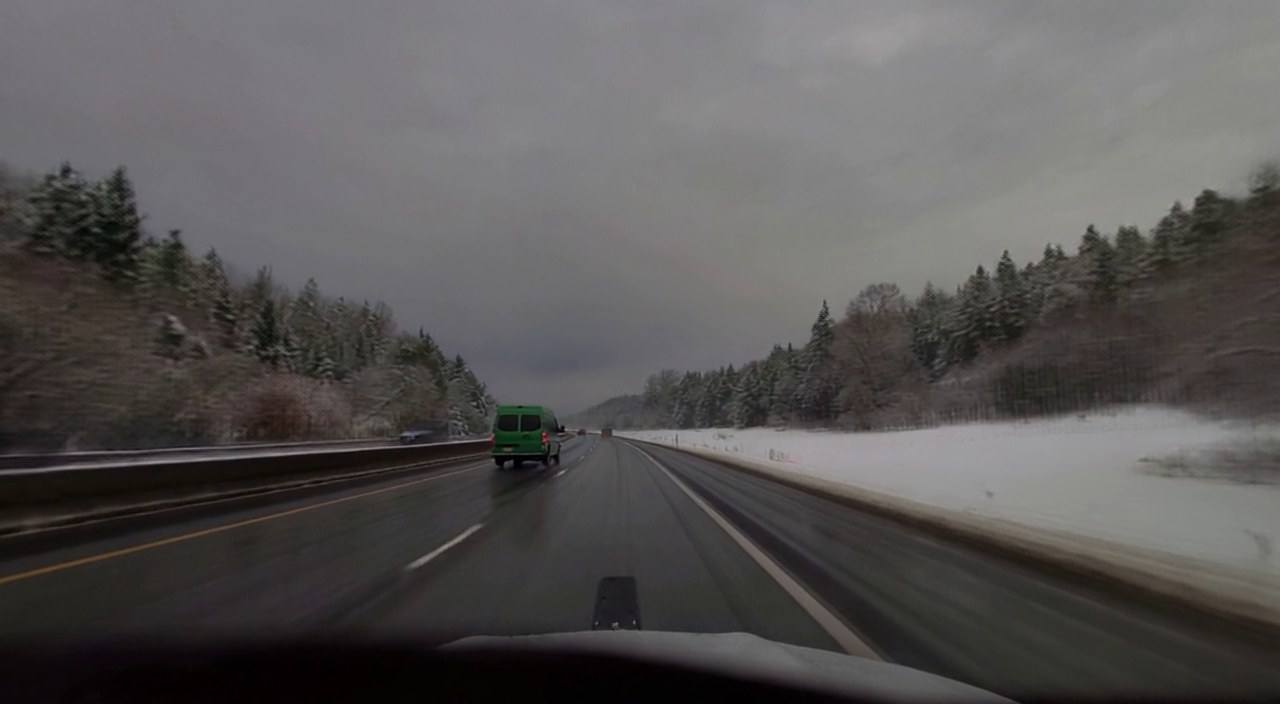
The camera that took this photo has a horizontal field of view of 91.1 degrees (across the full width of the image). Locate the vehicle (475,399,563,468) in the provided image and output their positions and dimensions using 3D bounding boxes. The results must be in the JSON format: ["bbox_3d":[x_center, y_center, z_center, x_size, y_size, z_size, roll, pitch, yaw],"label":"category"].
[{"bbox_3d":[-4.725,3.319,25.596,2.561,2.509,5.465,0,-8,-1],"label":"vehicle"}]

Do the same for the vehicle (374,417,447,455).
[{"bbox_3d":[-12.326,4.560,34.119,2.153,1.918,4.991,0,-8,-1],"label":"vehicle"}]
